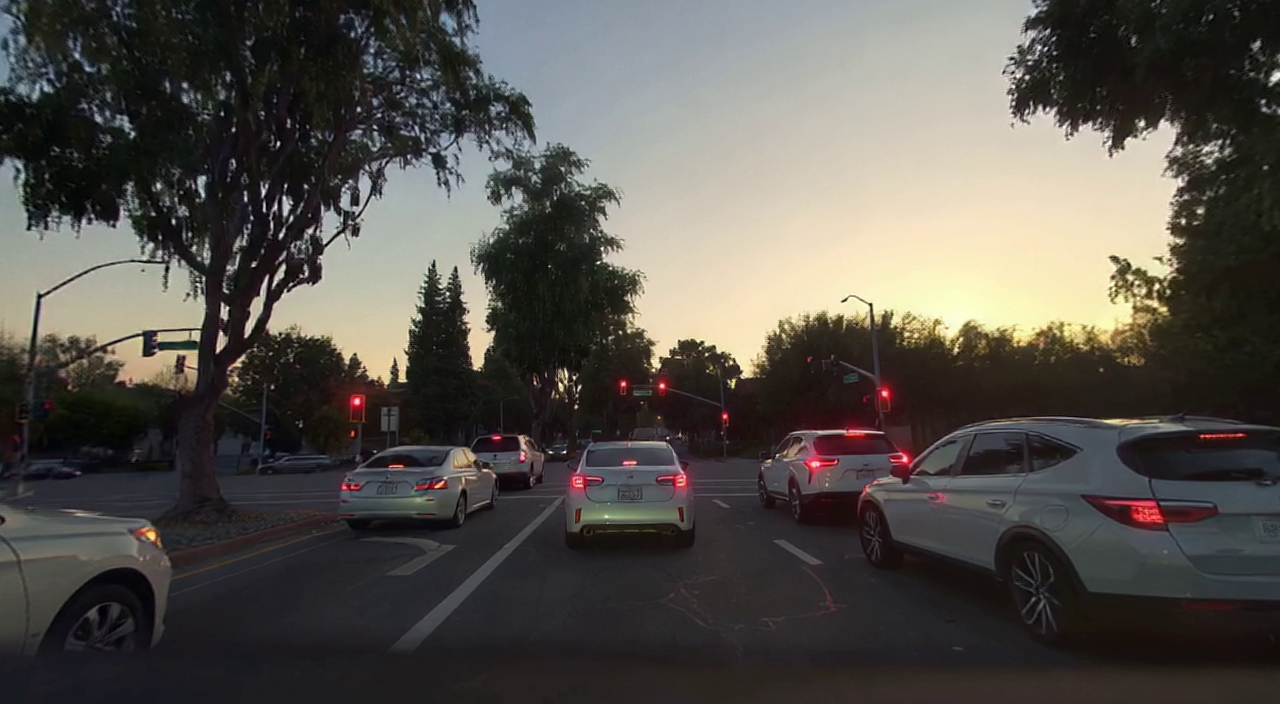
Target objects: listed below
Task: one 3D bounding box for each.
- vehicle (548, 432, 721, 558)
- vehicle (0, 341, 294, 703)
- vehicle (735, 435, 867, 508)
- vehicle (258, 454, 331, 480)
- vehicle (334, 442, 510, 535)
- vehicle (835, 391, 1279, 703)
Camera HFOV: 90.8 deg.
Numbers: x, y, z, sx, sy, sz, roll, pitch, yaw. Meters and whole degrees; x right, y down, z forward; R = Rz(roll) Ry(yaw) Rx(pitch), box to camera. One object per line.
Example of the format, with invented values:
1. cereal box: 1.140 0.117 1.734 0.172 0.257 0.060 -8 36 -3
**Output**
1. vehicle: -0.080 2.006 9.598 2.061 1.470 3.970 0 -8 0
2. vehicle: -3.666 0.839 2.538 2.047 1.764 4.369 0 -8 0
3. vehicle: 3.641 2.784 15.240 1.922 1.472 4.440 0 -8 -1
4. vehicle: -23.675 7.845 43.278 4.432 1.685 1.957 -4 -9 24
5. vehicle: -3.932 2.508 12.331 1.919 1.459 4.371 0 -8 -1
6. vehicle: 3.381 1.307 5.423 1.933 1.564 4.600 0 -8 0
